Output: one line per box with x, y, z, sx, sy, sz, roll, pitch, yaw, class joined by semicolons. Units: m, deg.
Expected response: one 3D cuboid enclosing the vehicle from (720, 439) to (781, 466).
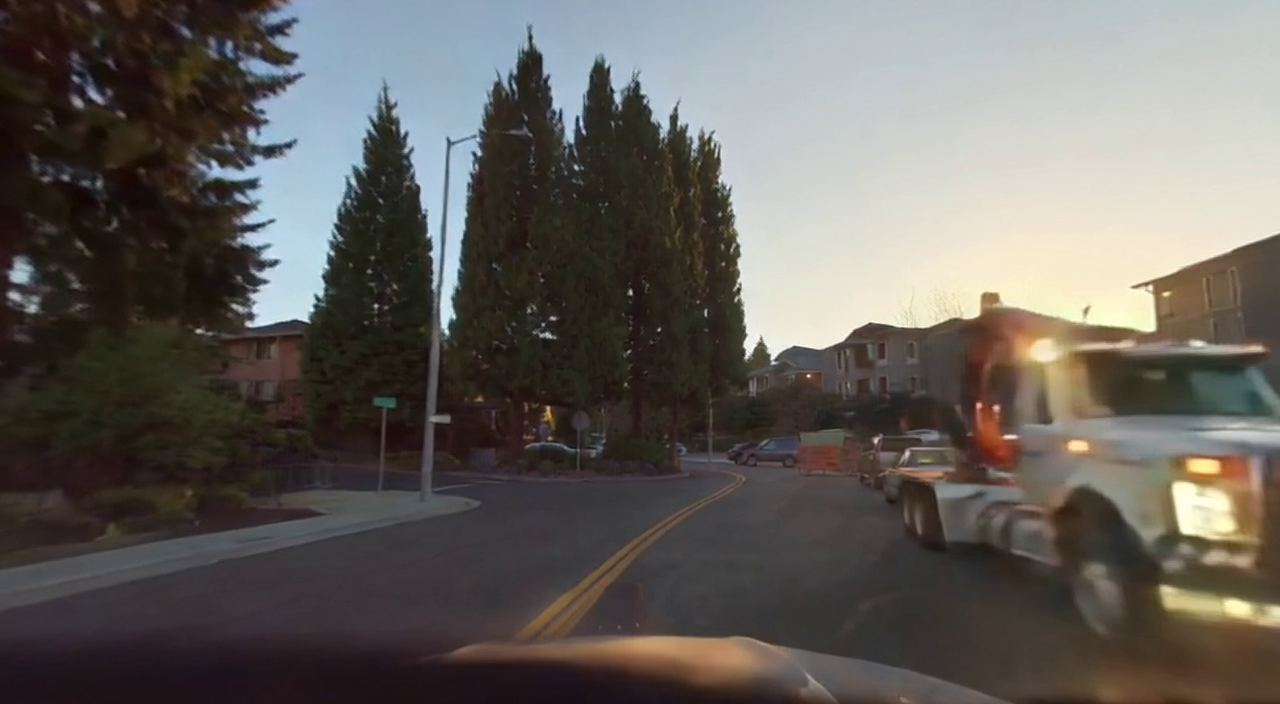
8.316;7.714;48.414;2.511;1.904;6.143;2;-9;-12;vehicle

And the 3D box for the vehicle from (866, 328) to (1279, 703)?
4.558;1.411;6.956;2.874;2.021;7.293;-2;-9;12;vehicle

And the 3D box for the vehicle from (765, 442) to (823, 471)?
9.731;6.643;40.320;1.967;1.698;4.649;2;-9;-8;vehicle
